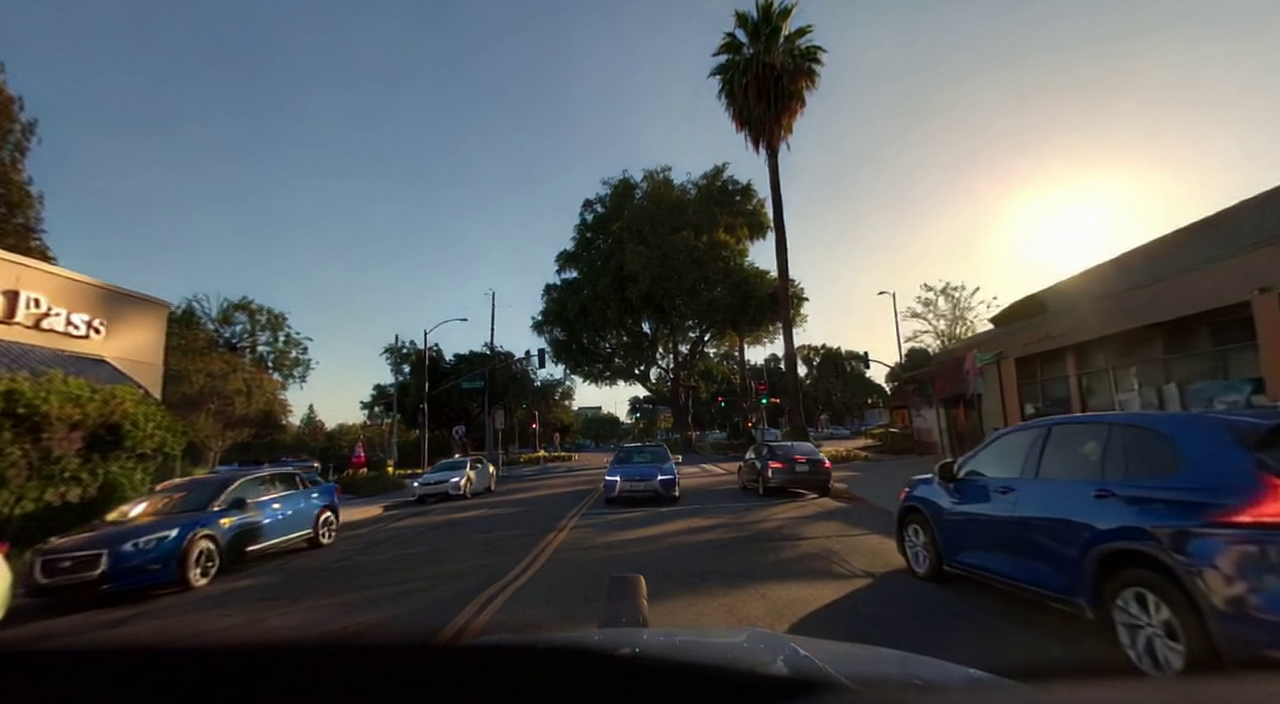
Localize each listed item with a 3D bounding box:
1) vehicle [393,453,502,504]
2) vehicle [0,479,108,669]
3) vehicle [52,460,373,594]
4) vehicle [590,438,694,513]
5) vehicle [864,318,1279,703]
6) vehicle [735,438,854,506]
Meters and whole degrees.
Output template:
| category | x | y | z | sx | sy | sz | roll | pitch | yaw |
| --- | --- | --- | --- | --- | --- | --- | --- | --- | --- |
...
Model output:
| category | x | y | z | sx | sy | sz | roll | pitch | yaw |
| --- | --- | --- | --- | --- | --- | --- | --- | --- | --- |
| vehicle | -6.319 | 4.189 | 21.338 | 2.105 | 1.469 | 4.693 | 0 | -8 | 1 |
| vehicle | -6.162 | 1.622 | 3.727 | 1.874 | 1.472 | 4.668 | 0 | -8 | 2 |
| vehicle | -6.120 | 2.506 | 9.887 | 1.850 | 1.482 | 4.454 | 0 | -8 | 1 |
| vehicle | 0.025 | 2.763 | 14.632 | 2.060 | 1.452 | 4.078 | 0 | -8 | -1 |
| vehicle | 3.654 | 1.102 | 4.778 | 2.099 | 1.786 | 5.198 | 0 | -8 | 1 |
| vehicle | 3.645 | 2.901 | 15.756 | 1.821 | 1.417 | 4.454 | 0 | -8 | 0 |
